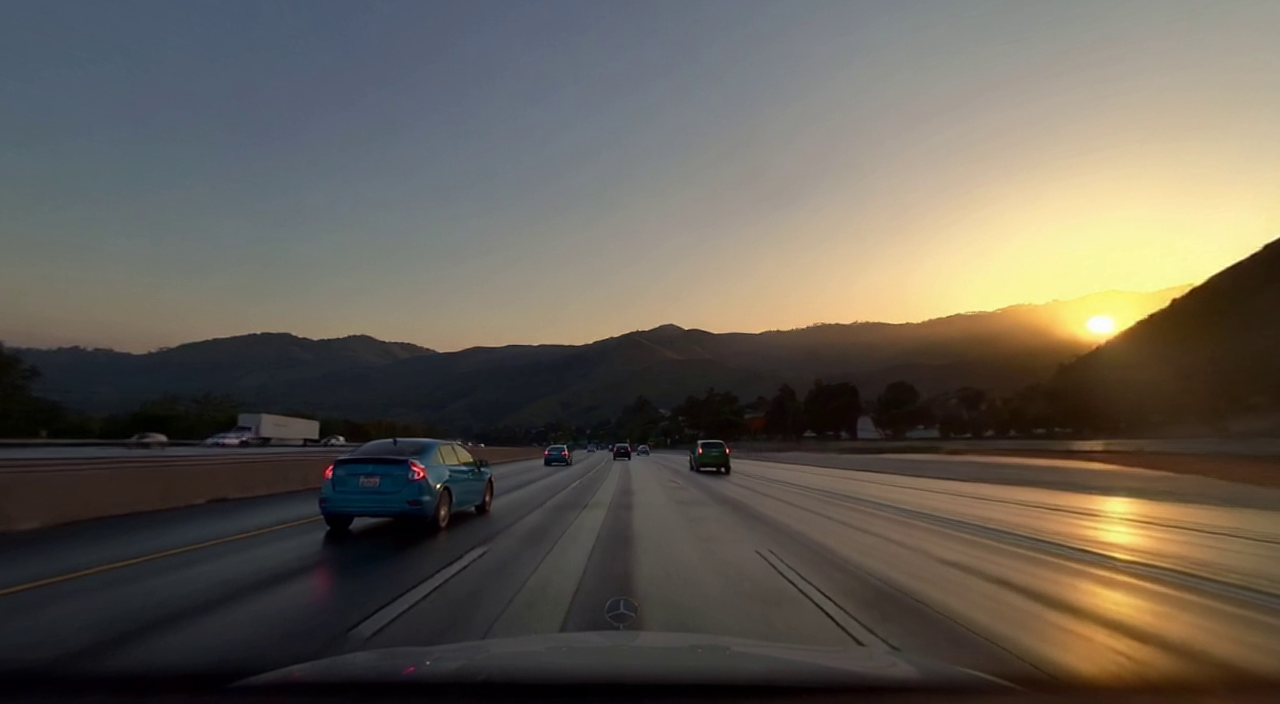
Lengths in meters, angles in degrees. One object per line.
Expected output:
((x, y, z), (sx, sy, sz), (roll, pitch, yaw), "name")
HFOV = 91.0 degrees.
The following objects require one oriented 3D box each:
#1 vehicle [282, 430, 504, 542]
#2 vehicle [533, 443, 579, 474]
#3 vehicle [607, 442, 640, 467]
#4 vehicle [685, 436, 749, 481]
((-3.840, 2.157, 10.776), (1.993, 1.500, 4.248), (0, -9, 1), "vehicle")
((-4.226, 5.442, 32.253), (1.796, 1.464, 3.839), (0, -9, 0), "vehicle")
((-1.101, 6.944, 42.885), (2.147, 1.572, 4.094), (0, -9, -1), "vehicle")
((3.370, 4.757, 28.462), (2.222, 1.820, 4.733), (0, -9, -1), "vehicle")
